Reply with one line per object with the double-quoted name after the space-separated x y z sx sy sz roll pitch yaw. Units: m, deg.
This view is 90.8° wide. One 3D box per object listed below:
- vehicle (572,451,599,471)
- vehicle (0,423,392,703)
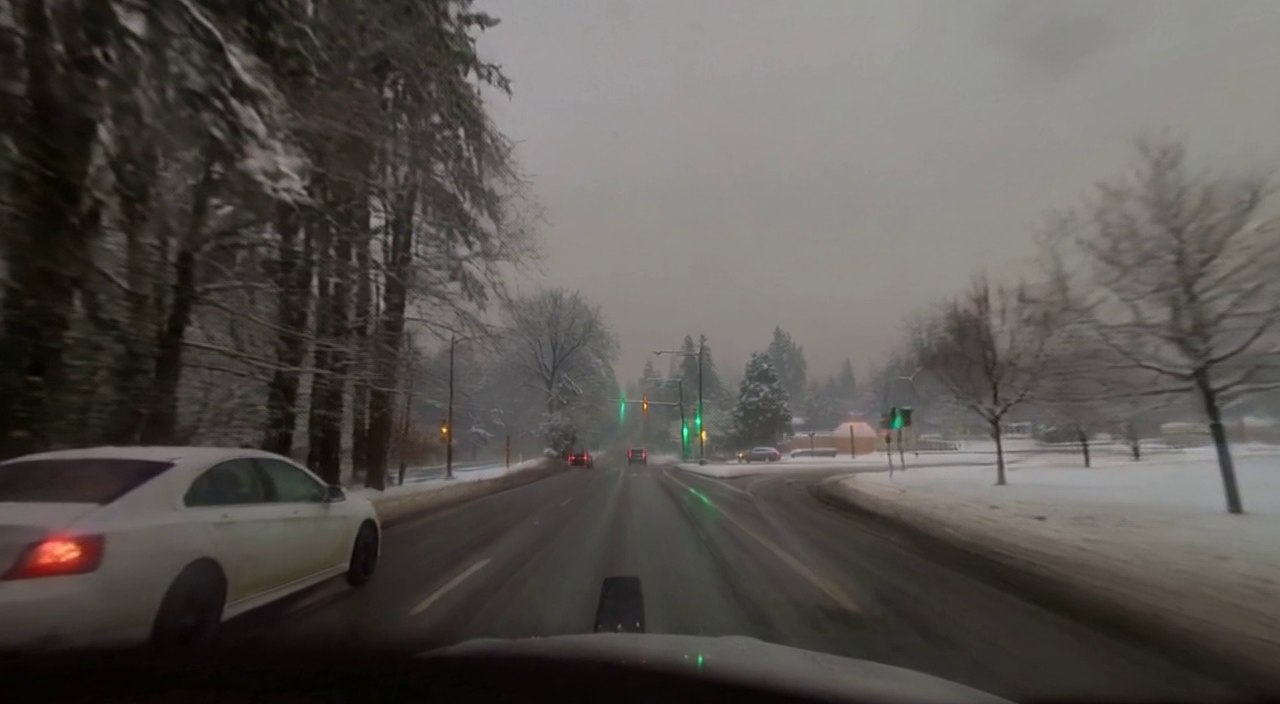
-4.267 8.559 49.725 1.674 1.408 4.141 0 -9 1 "vehicle"
-3.700 1.326 4.563 1.968 1.459 4.433 0 -9 1 "vehicle"
